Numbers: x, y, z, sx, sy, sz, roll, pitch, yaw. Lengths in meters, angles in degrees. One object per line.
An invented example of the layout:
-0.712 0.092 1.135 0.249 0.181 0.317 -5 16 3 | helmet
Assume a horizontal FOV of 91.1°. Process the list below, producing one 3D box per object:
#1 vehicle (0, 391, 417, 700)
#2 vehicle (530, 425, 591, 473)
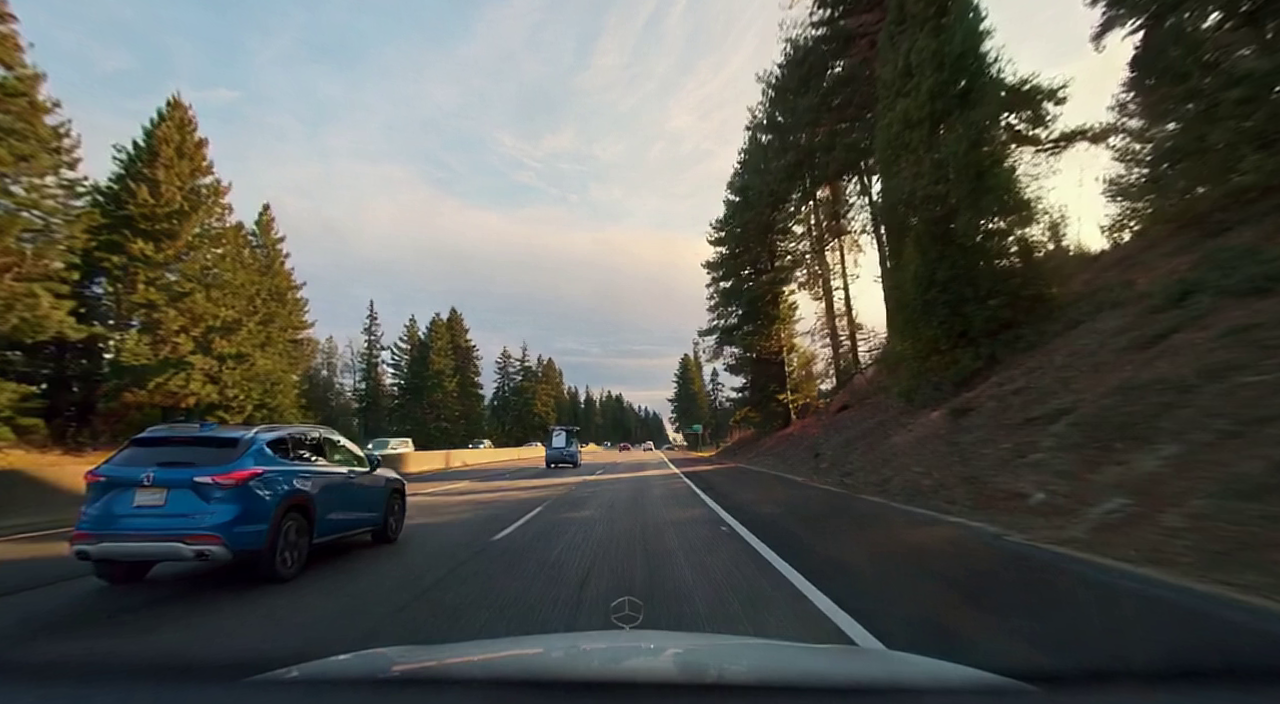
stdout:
-3.920 1.338 5.657 2.053 1.589 4.671 0 -8 1 | vehicle
-3.724 4.666 30.395 2.241 2.095 4.985 0 -8 0 | vehicle
